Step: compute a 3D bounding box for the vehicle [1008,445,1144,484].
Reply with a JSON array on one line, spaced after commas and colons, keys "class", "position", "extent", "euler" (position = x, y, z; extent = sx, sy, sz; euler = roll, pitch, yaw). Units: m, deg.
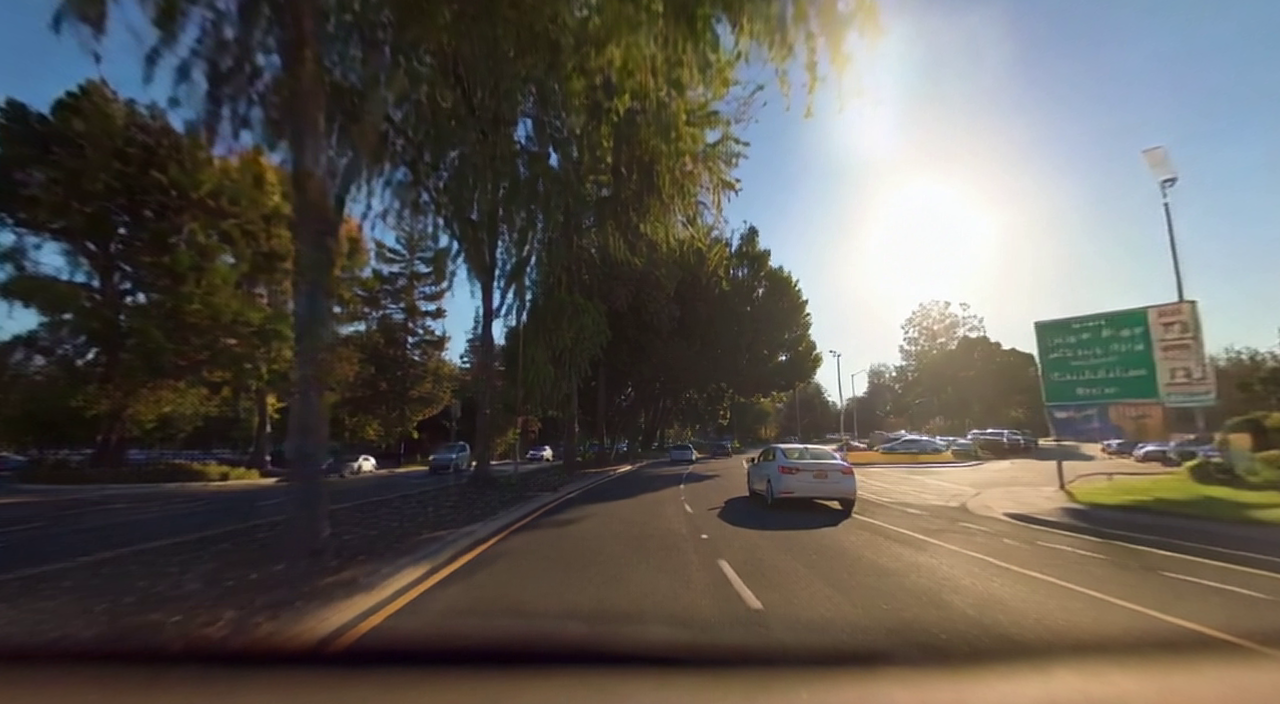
[{"class": "vehicle", "position": [17.565, 4.491, 25.501], "extent": [4.653, 1.471, 1.850], "euler": [2, -9, -16]}]

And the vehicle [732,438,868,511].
[{"class": "vehicle", "position": [3.701, 2.922, 15.684], "extent": [2.132, 1.497, 4.827], "euler": [0, -8, 0]}]

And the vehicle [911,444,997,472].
[{"class": "vehicle", "position": [19.761, 6.696, 39.845], "extent": [4.512, 1.561, 1.846], "euler": [-8, -12, 32]}]

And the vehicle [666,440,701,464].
[{"class": "vehicle", "position": [3.286, 7.446, 47.308], "extent": [2.123, 1.703, 4.292], "euler": [-2, -9, 10]}]

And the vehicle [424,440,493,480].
[{"class": "vehicle", "position": [-8.485, 5.049, 29.906], "extent": [2.045, 1.689, 4.545], "euler": [0, -8, -2]}]

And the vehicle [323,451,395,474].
[{"class": "vehicle", "position": [-20.298, 7.978, 45.712], "extent": [4.389, 1.518, 1.930], "euler": [-2, -9, 9]}]
